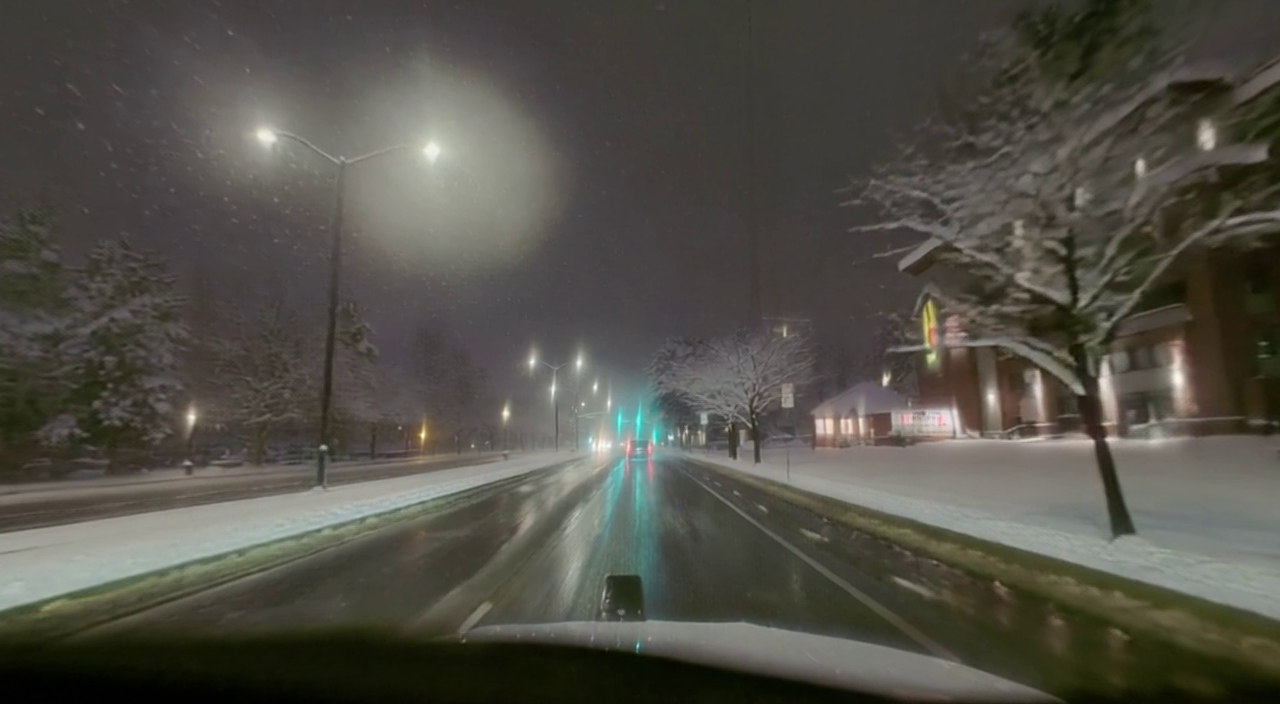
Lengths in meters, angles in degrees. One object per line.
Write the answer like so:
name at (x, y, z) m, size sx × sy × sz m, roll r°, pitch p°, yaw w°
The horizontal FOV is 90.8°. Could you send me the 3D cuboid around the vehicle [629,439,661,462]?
vehicle at (0.297, 6.739, 43.432) m, size 2.115 × 1.461 × 3.976 m, roll 0°, pitch -8°, yaw -1°
